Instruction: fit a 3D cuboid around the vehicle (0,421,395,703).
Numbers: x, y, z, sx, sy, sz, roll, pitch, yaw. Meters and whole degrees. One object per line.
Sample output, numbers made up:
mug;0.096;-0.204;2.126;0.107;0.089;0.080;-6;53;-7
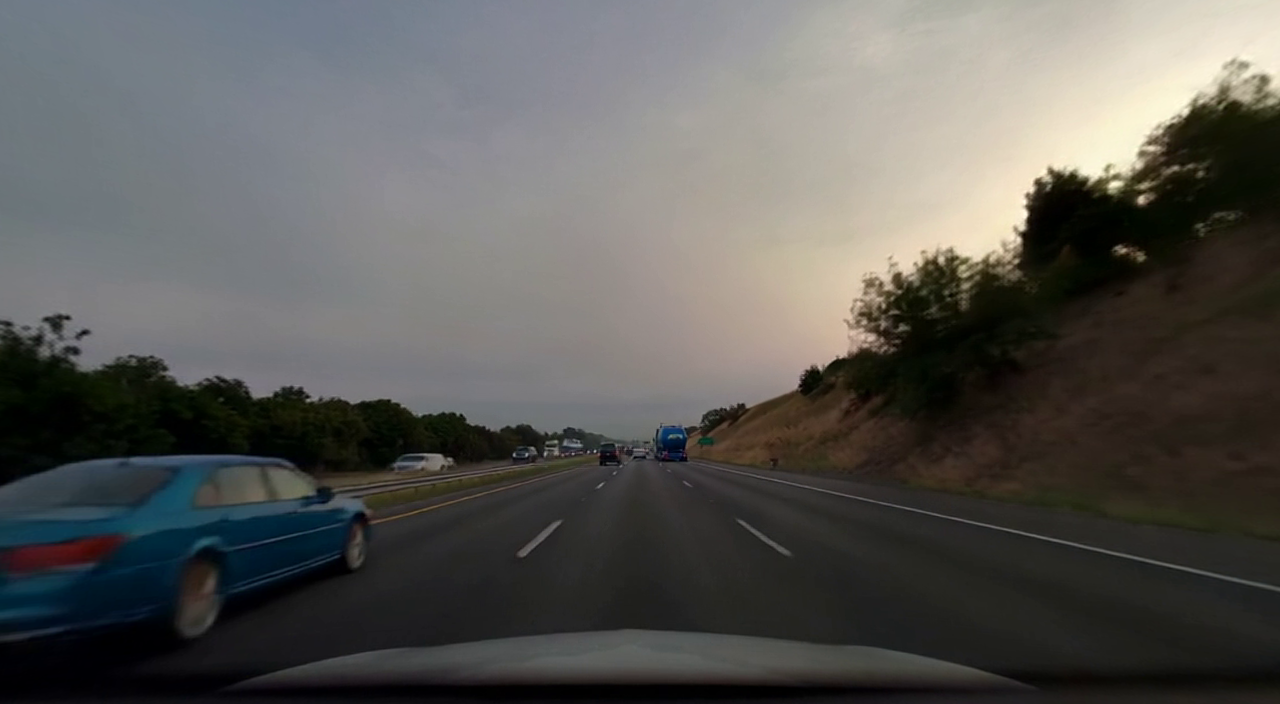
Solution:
vehicle;-3.662;1.372;4.782;2.013;1.498;3.908;-1;-9;0
